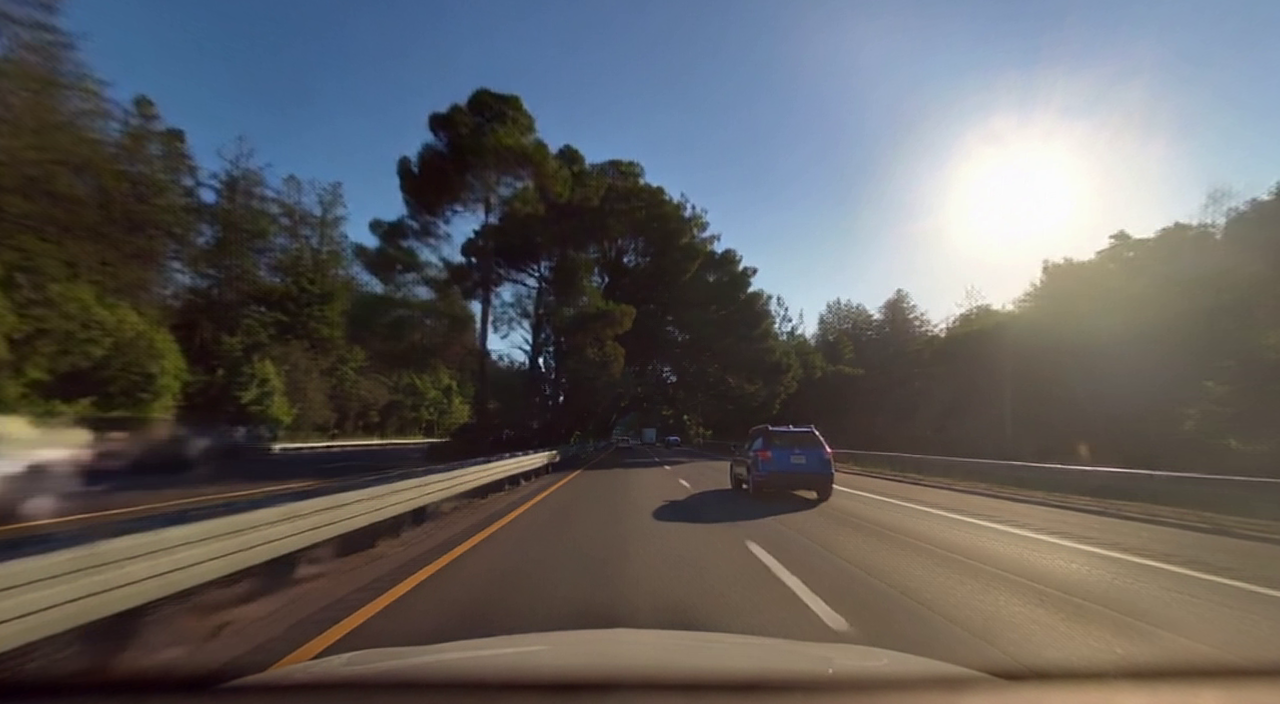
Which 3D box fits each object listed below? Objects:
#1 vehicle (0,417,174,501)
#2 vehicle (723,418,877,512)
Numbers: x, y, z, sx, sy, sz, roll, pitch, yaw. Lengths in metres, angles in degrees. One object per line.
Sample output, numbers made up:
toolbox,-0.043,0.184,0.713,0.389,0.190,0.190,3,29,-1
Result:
vehicle,-12.036,2.106,12.735,1.902,1.436,4.512,0,-8,-2
vehicle,3.186,2.342,13.677,2.085,1.681,4.436,0,-8,-1
